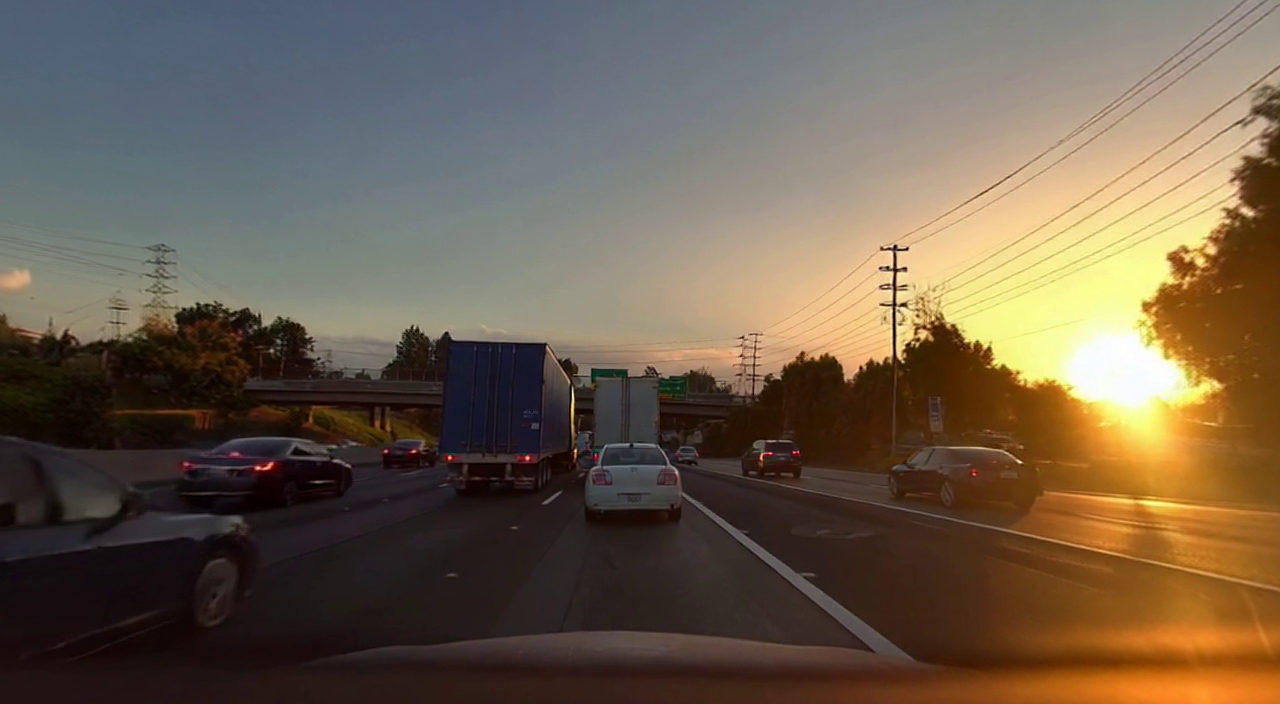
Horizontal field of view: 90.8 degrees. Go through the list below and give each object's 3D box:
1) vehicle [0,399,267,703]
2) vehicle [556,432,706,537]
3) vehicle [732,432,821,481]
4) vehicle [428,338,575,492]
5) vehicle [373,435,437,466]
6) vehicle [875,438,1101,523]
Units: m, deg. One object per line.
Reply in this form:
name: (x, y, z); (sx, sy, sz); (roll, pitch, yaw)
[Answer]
vehicle: (-3.631, 0.826, 1.877); (2.090, 1.463, 4.968); (0, -9, -1)
vehicle: (-0.221, 2.183, 10.998); (2.112, 1.463, 4.012); (0, -9, -3)
vehicle: (5.029, 3.919, 23.931); (2.023, 1.676, 4.002); (1, -9, -7)
vehicle: (-4.781, 3.100, 26.703); (3.150, 4.298, 17.928); (0, -9, -3)
vehicle: (-13.483, 5.697, 36.629); (2.148, 1.678, 4.851); (1, -9, -4)
vehicle: (6.670, 2.475, 12.778); (1.878, 1.406, 4.164); (1, -9, -6)
